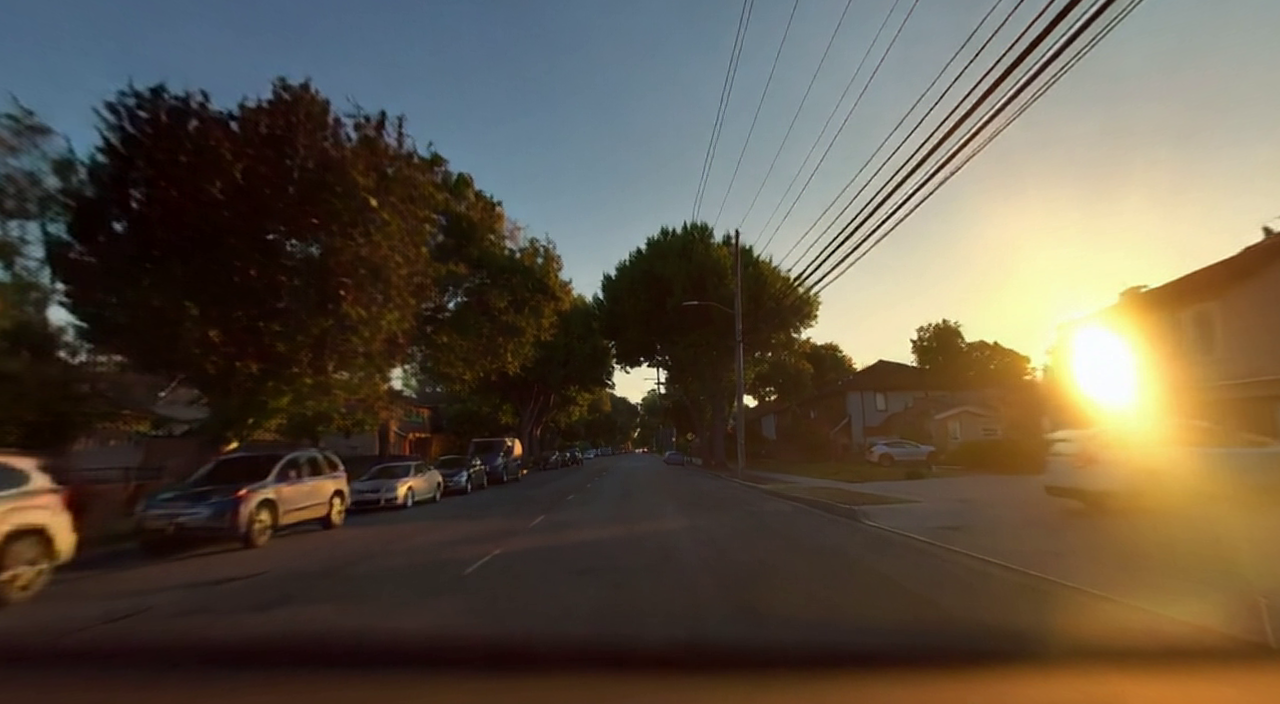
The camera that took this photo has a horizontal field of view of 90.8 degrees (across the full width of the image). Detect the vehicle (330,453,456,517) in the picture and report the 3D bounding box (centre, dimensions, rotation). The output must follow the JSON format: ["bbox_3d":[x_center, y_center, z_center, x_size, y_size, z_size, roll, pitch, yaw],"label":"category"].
[{"bbox_3d":[-6.560,3.564,17.359,1.858,1.476,4.262,-1,-9,-2],"label":"vehicle"}]

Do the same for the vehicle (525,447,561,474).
[{"bbox_3d":[-6.956,7.788,45.692,1.963,1.820,4.297,0,-9,-1],"label":"vehicle"}]

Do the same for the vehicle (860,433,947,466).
[{"bbox_3d":[15.834,5.906,38.095,4.275,1.645,1.874,-4,-12,1],"label":"vehicle"}]

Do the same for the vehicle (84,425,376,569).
[{"bbox_3d":[-6.474,2.345,10.846,1.941,1.832,4.666,-2,-10,-1],"label":"vehicle"}]

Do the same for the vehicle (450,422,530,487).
[{"bbox_3d":[-6.957,4.873,30.014,2.439,2.724,5.647,-1,-10,-1],"label":"vehicle"}]

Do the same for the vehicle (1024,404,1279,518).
[{"bbox_3d":[9.830,1.858,10.999,4.979,1.769,1.943,0,-9,-1],"label":"vehicle"}]
